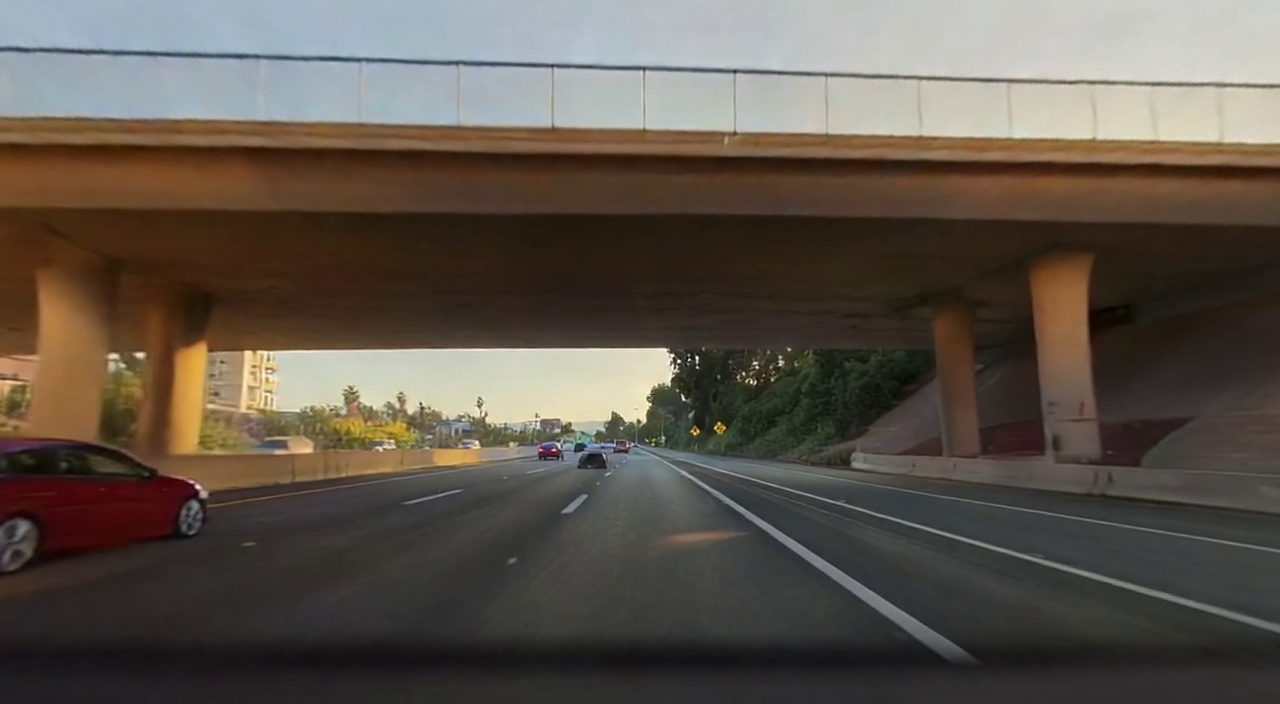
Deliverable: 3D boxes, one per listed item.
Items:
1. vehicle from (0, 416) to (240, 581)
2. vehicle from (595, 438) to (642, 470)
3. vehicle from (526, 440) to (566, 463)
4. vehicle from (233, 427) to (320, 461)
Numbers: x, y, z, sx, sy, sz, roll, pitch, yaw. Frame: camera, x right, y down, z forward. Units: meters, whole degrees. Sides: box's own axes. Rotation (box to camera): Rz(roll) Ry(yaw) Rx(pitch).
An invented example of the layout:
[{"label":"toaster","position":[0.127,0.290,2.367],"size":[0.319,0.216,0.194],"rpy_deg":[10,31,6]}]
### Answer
[{"label":"vehicle","position":[-7.210,1.546,6.984],"size":[2.235,1.554,4.976],"rpy_deg":[0,-8,1]},{"label":"vehicle","position":[-1.094,5.612,34.763],"size":[2.210,1.628,4.586],"rpy_deg":[-1,-8,3]},{"label":"vehicle","position":[-6.688,7.166,45.460],"size":[2.069,1.551,4.830],"rpy_deg":[0,-8,1]},{"label":"vehicle","position":[-19.980,5.117,34.929],"size":[2.109,1.744,4.556],"rpy_deg":[0,-8,-1]}]
